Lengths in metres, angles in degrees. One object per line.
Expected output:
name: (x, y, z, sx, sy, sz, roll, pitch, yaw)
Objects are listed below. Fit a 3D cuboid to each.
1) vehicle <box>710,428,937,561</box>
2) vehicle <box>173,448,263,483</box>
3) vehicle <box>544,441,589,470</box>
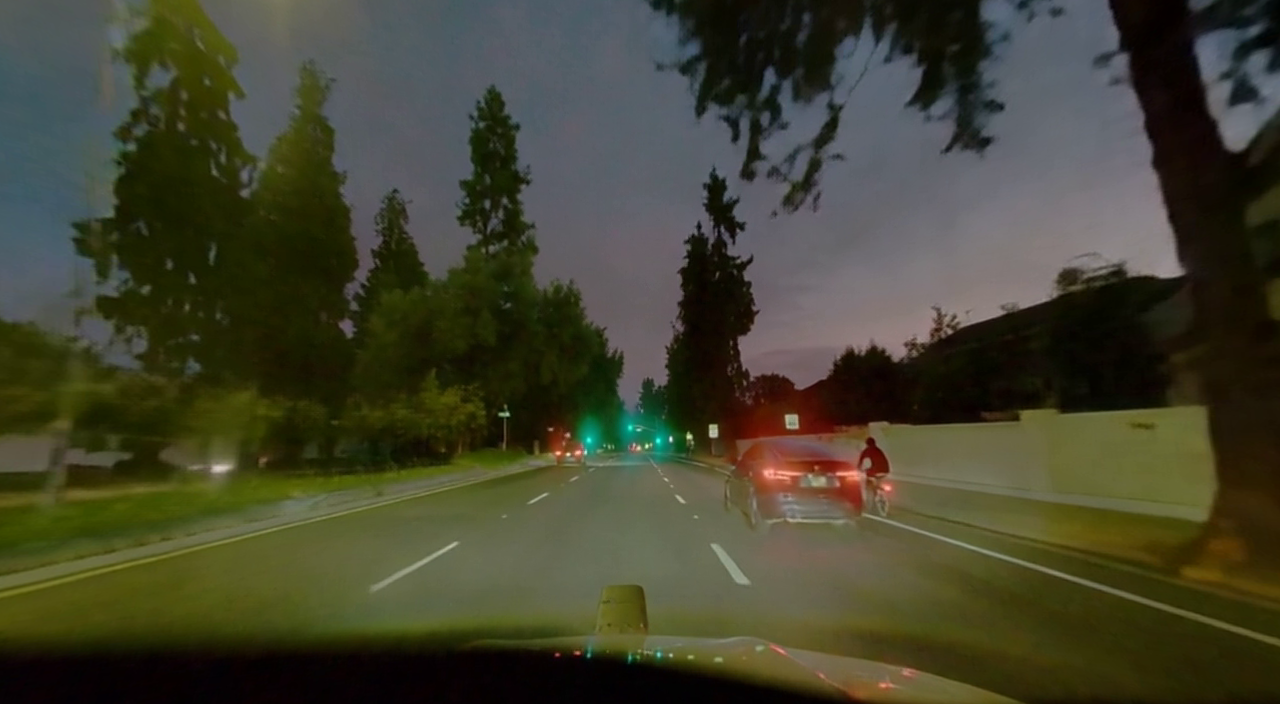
vehicle: (2.372, 1.983, 9.550, 1.992, 1.511, 4.464, 1, -9, -1)
vehicle: (-21.936, 5.884, 32.966, 1.816, 1.717, 4.024, 0, -9, 0)
vehicle: (-4.108, 5.866, 35.890, 2.011, 1.480, 4.517, 0, -9, 0)
